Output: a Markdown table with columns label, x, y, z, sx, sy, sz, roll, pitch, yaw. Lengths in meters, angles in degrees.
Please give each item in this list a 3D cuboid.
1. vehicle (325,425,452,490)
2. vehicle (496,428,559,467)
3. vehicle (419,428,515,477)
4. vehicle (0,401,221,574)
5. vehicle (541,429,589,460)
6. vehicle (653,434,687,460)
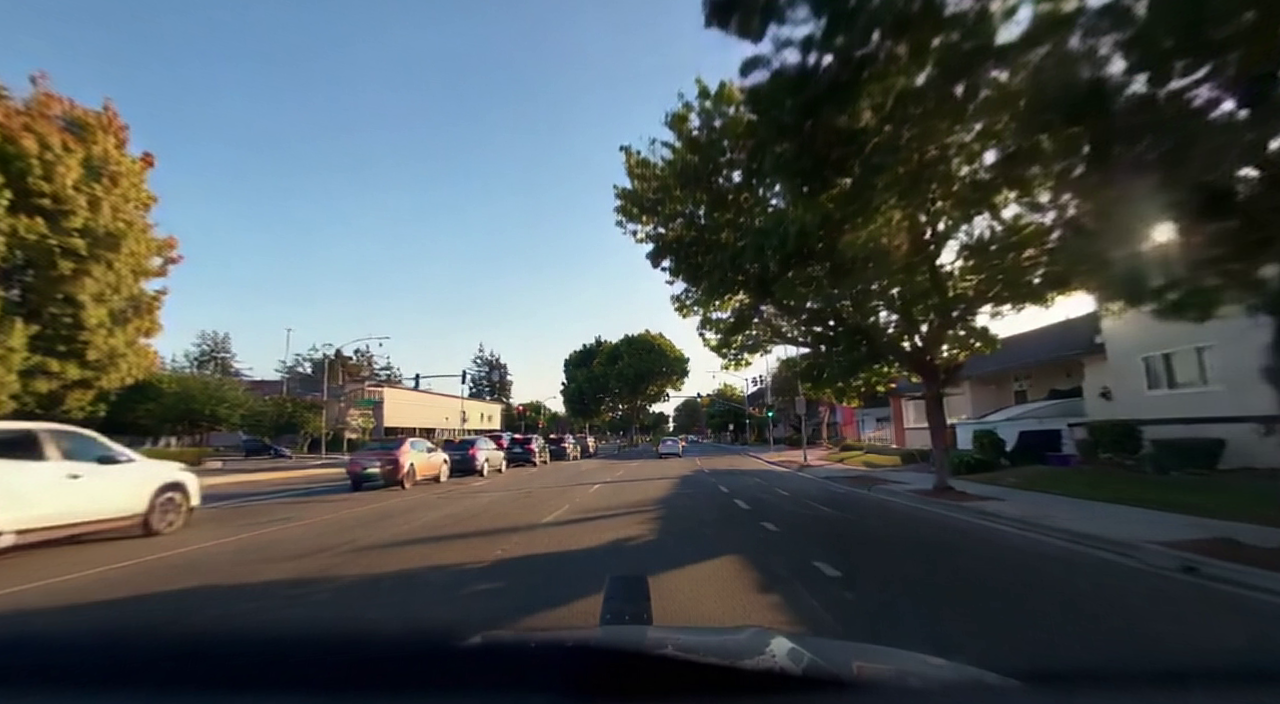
| label | x | y | z | sx | sy | sz | roll | pitch | yaw |
| --- | --- | --- | --- | --- | --- | --- | --- | --- | --- |
| vehicle | -6.911 | 2.939 | 17.787 | 1.870 | 1.616 | 3.765 | 0 | -8 | 3 |
| vehicle | -5.668 | 4.904 | 32.494 | 1.951 | 1.809 | 4.917 | 0 | -8 | 5 |
| vehicle | -6.399 | 3.796 | 23.982 | 2.121 | 1.630 | 4.642 | 0 | -8 | 3 |
| vehicle | -6.933 | 1.362 | 6.597 | 1.988 | 1.597 | 4.404 | 0 | -8 | 1 |
| vehicle | -4.853 | 6.117 | 41.618 | 2.111 | 1.864 | 4.932 | 0 | -8 | 5 |
| vehicle | 2.140 | 6.560 | 43.743 | 2.197 | 1.682 | 3.642 | 0 | -8 | 5 |
